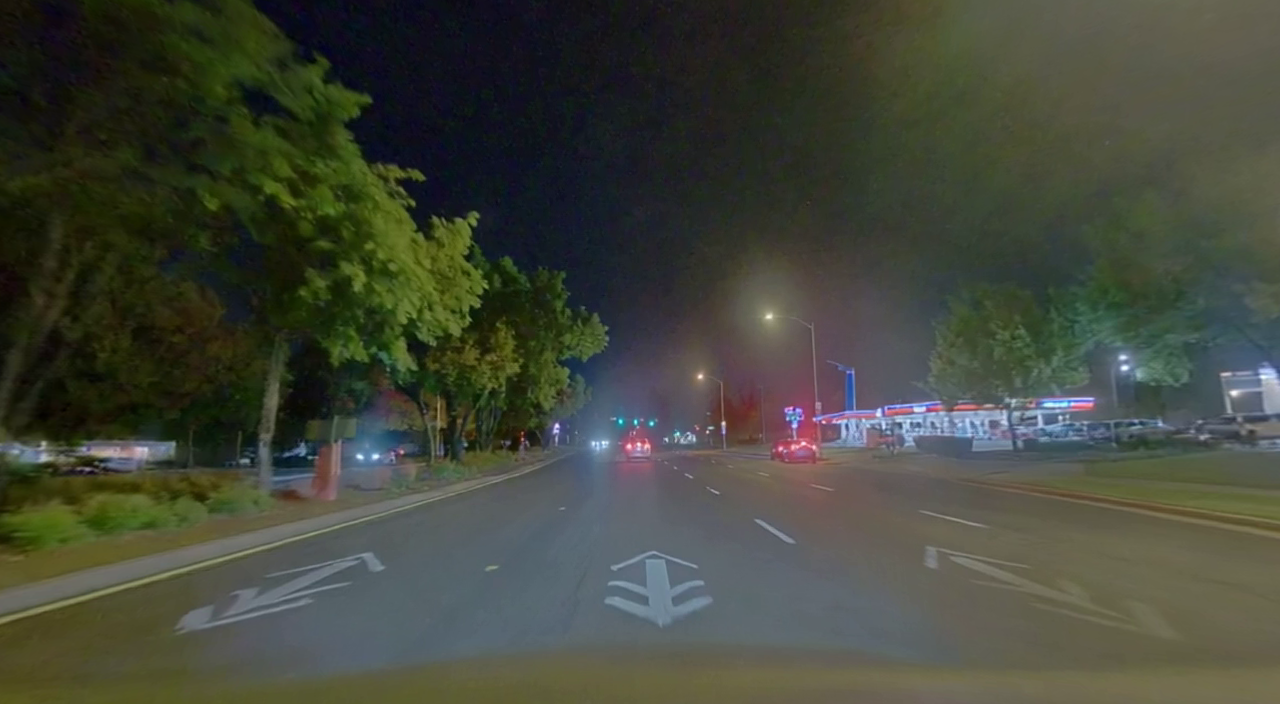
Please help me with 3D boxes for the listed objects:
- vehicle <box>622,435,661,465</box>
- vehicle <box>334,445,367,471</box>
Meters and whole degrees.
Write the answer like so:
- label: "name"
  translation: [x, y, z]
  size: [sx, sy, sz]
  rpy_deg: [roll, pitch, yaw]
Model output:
- label: "vehicle"
  translation: [0.049, 5.930, 38.123]
  size: [2.213, 1.715, 4.242]
  rpy_deg: [0, -8, -1]
- label: "vehicle"
  translation: [-20.373, 7.433, 44.337]
  size: [1.909, 1.720, 4.390]
  rpy_deg: [3, -9, -24]
